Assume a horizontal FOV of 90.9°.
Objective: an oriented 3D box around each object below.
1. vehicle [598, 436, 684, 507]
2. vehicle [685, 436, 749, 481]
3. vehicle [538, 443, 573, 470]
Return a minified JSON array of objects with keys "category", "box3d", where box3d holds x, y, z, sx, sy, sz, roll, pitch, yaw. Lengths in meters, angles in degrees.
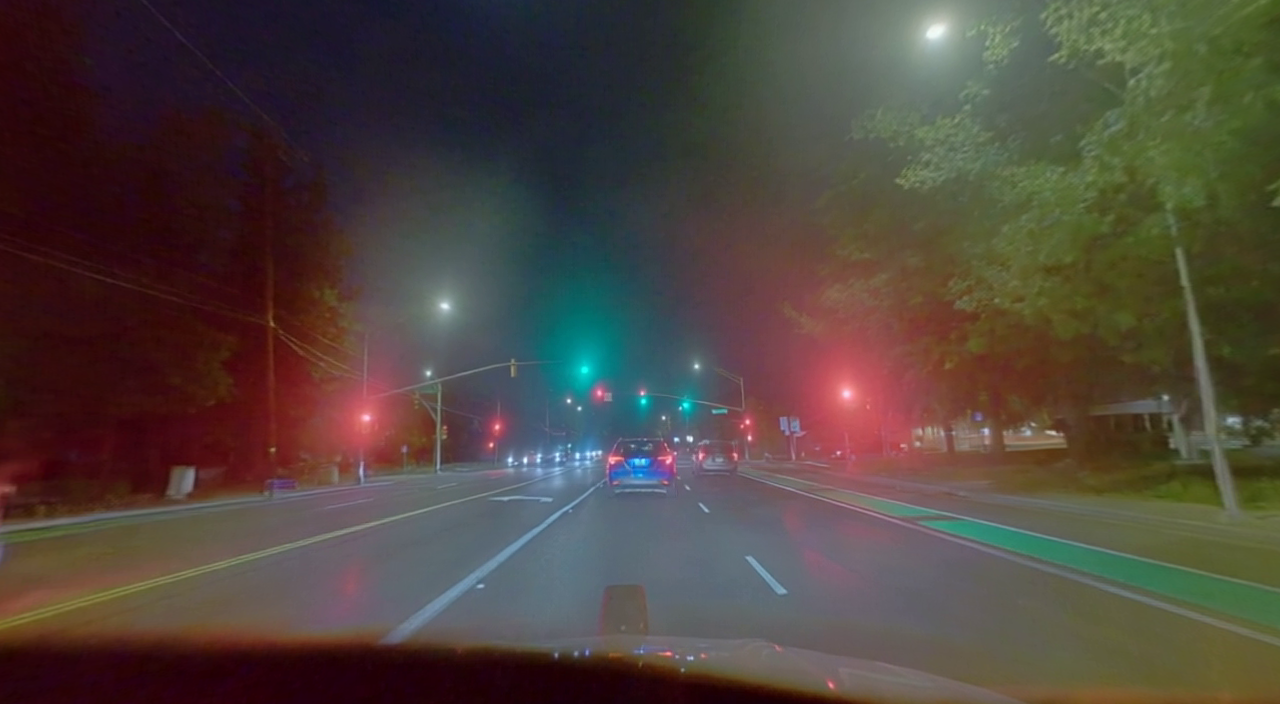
[{"category":"vehicle","box3d":[0.025,3.238,17.528,2.109,1.730,3.963,0,-8,0]},{"category":"vehicle","box3d":[3.283,4.655,27.783,2.189,1.815,4.495,0,-8,0]},{"category":"vehicle","box3d":[-6.351,7.881,47.851,1.949,1.891,4.439,0,-8,1]}]
